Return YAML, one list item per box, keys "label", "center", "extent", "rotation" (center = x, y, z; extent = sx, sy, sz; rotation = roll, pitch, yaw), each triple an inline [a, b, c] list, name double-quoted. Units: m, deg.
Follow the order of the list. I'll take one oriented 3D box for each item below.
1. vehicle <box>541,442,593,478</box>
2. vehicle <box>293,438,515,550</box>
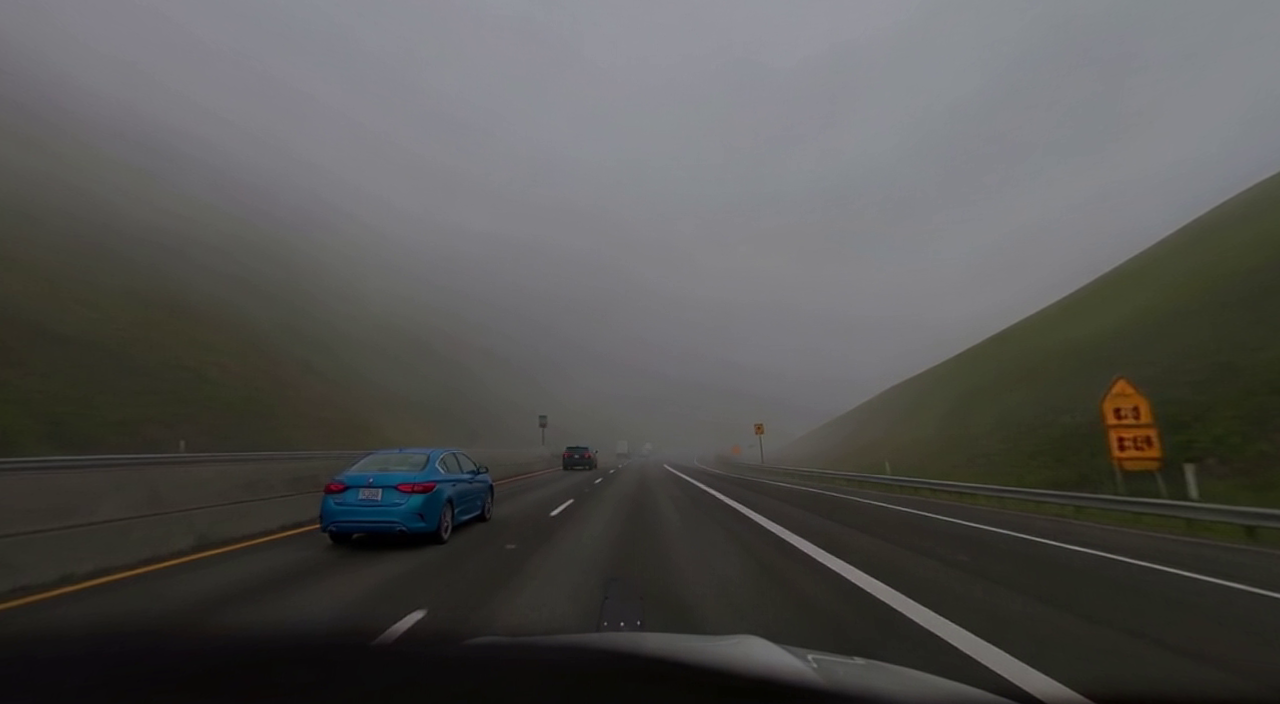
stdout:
- label: "vehicle"
  center: [-3.620, 5.456, 32.097]
  extent: [2.073, 1.694, 4.162]
  rotation: [-1, -9, 1]
- label: "vehicle"
  center: [-3.558, 2.228, 10.614]
  extent: [1.988, 1.440, 4.504]
  rotation: [0, -9, 0]
